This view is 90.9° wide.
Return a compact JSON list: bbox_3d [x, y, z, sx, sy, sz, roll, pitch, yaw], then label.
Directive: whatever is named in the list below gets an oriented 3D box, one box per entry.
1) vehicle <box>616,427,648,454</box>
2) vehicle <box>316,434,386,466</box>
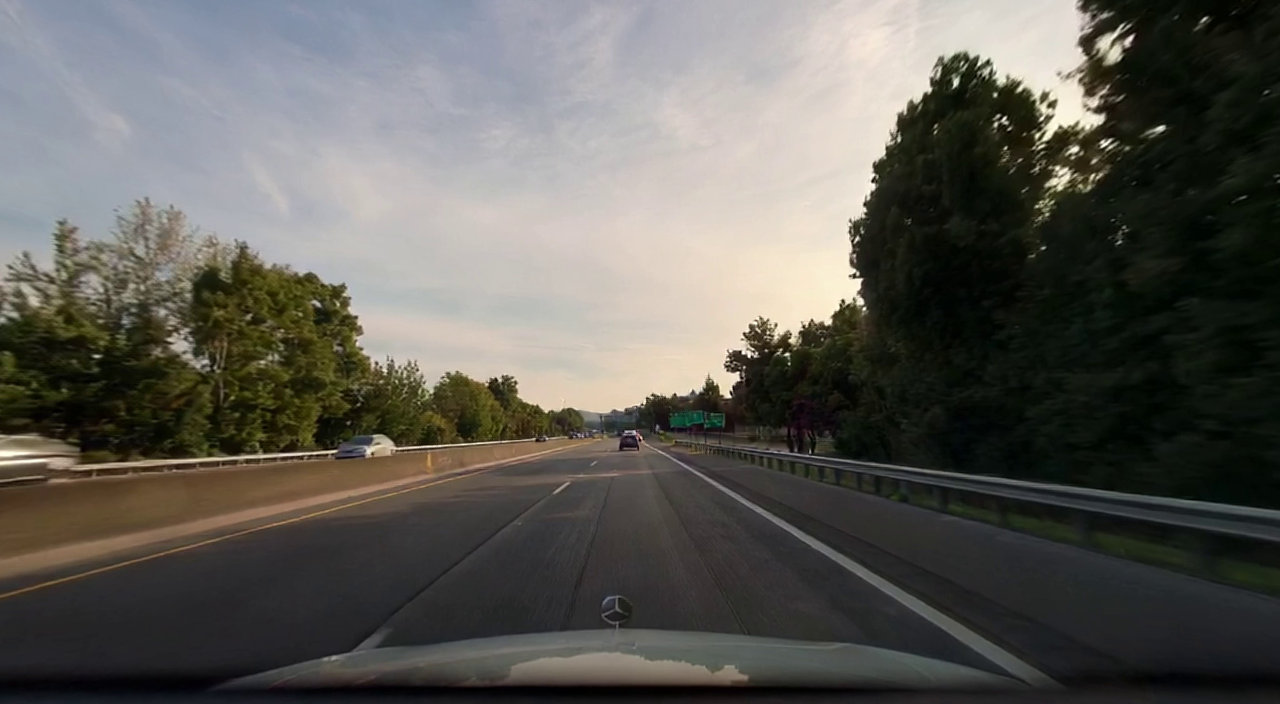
[{"bbox_3d":[-0.598,6.596,46.917,2.295,1.861,4.564,0,-8,-1],"label":"vehicle"},{"bbox_3d":[-14.062,4.772,30.866,1.804,1.461,3.592,0,-8,-2],"label":"vehicle"}]
